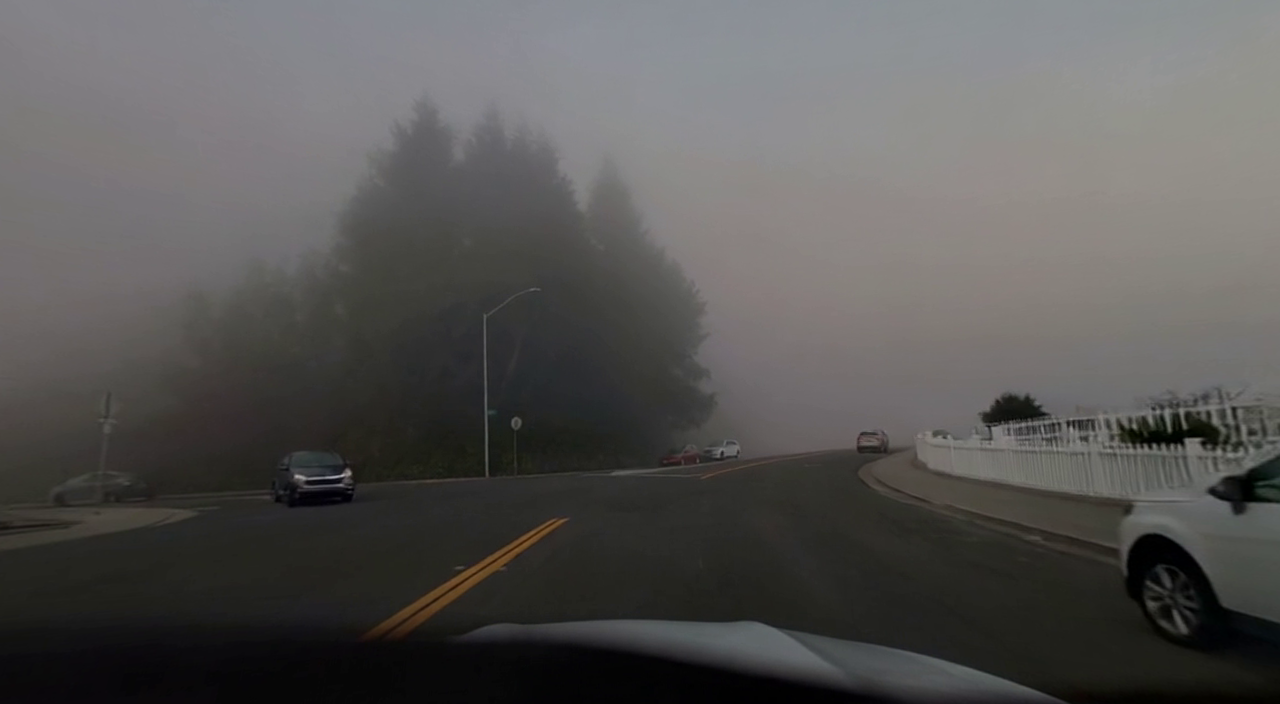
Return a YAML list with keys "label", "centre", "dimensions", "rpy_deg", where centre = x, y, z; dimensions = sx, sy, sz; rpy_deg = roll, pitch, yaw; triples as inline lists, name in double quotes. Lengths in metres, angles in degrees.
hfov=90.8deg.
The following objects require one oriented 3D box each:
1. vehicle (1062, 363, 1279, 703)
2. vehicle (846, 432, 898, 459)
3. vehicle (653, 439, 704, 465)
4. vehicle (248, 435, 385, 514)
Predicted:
- label: "vehicle"
  centre: [4.236, 0.814, 2.477]
  dimensions: [2.105, 1.705, 4.392]
  rpy_deg: [0, -9, 0]
- label: "vehicle"
  centre: [15.609, 6.277, 42.388]
  dimensions: [2.097, 1.679, 4.633]
  rpy_deg: [-6, -10, 34]
- label: "vehicle"
  centre: [2.772, 7.074, 44.289]
  dimensions: [2.095, 1.711, 4.307]
  rpy_deg: [-5, -11, 25]
- label: "vehicle"
  centre: [-8.298, 3.003, 16.014]
  dimensions: [1.984, 1.683, 4.270]
  rpy_deg: [7, -11, -41]
